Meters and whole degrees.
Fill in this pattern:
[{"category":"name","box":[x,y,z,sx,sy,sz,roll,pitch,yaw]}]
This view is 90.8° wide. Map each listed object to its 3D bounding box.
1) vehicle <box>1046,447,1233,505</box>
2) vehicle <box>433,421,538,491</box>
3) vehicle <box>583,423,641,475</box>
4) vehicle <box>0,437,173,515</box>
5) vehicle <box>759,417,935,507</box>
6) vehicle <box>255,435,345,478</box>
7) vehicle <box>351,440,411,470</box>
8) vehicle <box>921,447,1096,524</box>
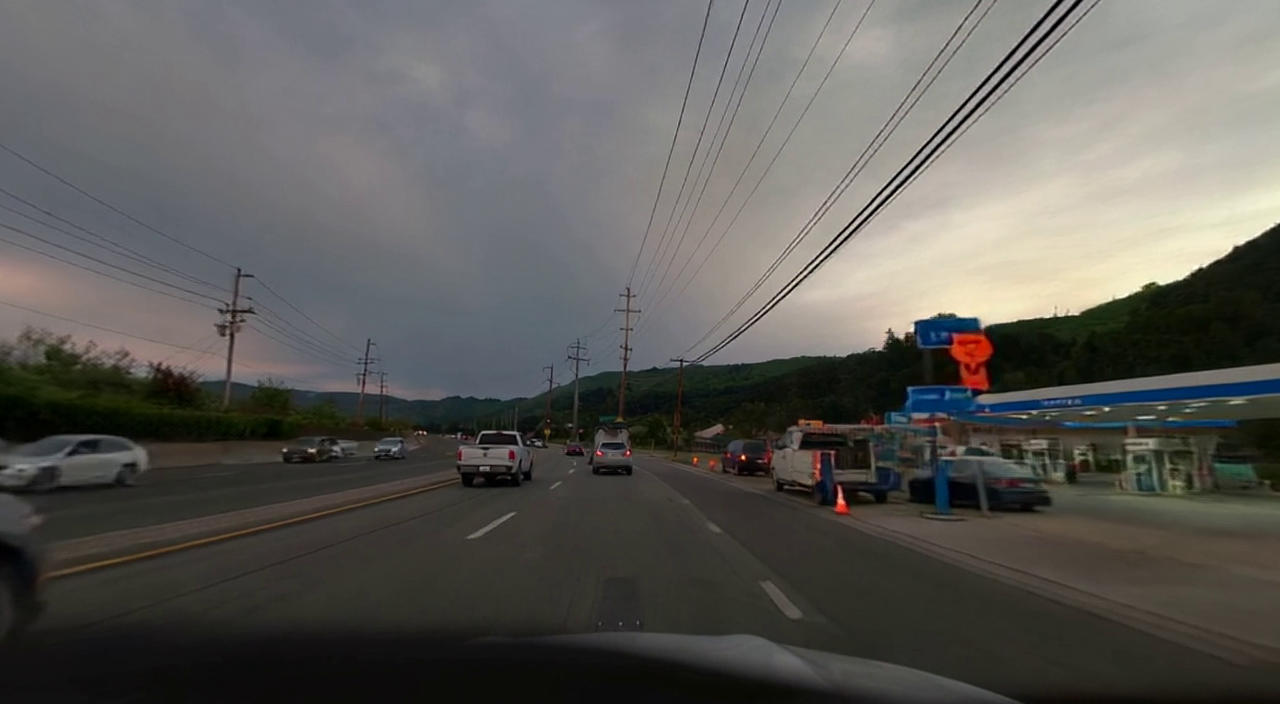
[{"category":"vehicle","box":[17.258,4.231,22.227,1.986,1.771,4.809,2,-9,-14]},{"category":"vehicle","box":[-4.965,3.447,21.323,2.345,2.012,5.693,0,-8,-3]},{"category":"vehicle","box":[-1.457,4.648,30.439,2.486,2.280,5.291,1,-8,-5]},{"category":"vehicle","box":[-13.165,2.686,14.248,1.888,1.456,4.537,0,-8,-2]},{"category":"vehicle","box":[5.755,3.204,18.943,2.706,2.199,6.527,0,-8,-4]},{"category":"vehicle","box":[-14.317,4.420,26.896,1.817,1.670,3.890,0,-8,-3]},{"category":"vehicle","box":[-14.830,5.885,36.434,1.930,1.591,4.408,1,-8,-5]},{"category":"vehicle","box":[9.207,3.319,16.292,1.933,1.480,4.249,2,-6,-1]}]
